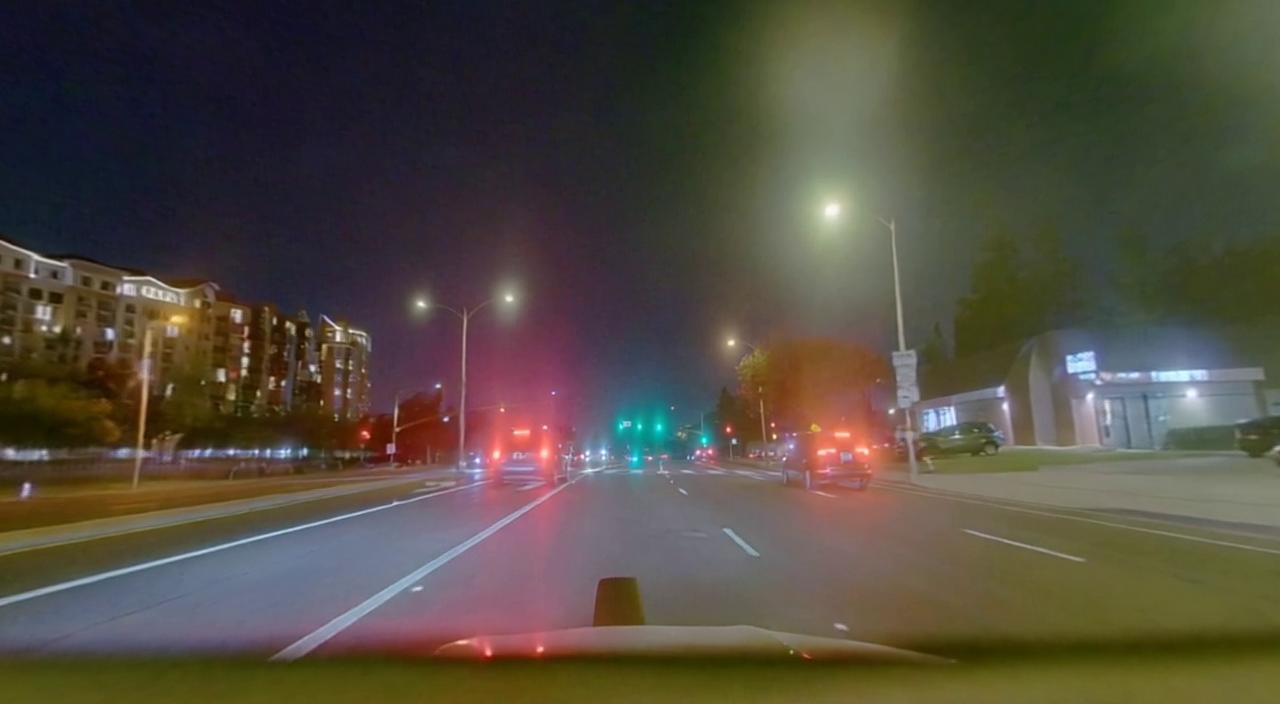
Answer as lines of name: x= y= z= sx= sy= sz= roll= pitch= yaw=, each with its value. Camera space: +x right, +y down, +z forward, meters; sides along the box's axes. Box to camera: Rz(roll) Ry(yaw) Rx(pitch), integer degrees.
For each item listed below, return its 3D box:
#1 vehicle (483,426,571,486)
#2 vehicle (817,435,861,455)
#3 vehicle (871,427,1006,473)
vehicle: x=-3.922 y=3.732 z=22.886 sx=2.220 sy=1.888 sz=4.904 roll=0 pitch=-9 yaw=0
vehicle: x=14.926 y=6.987 z=47.563 sx=1.865 sy=1.425 sz=4.439 roll=0 pitch=-9 yaw=0
vehicle: x=11.745 y=3.902 z=25.229 sx=4.399 sy=1.722 sz=2.202 roll=-2 pitch=-9 yaw=12
